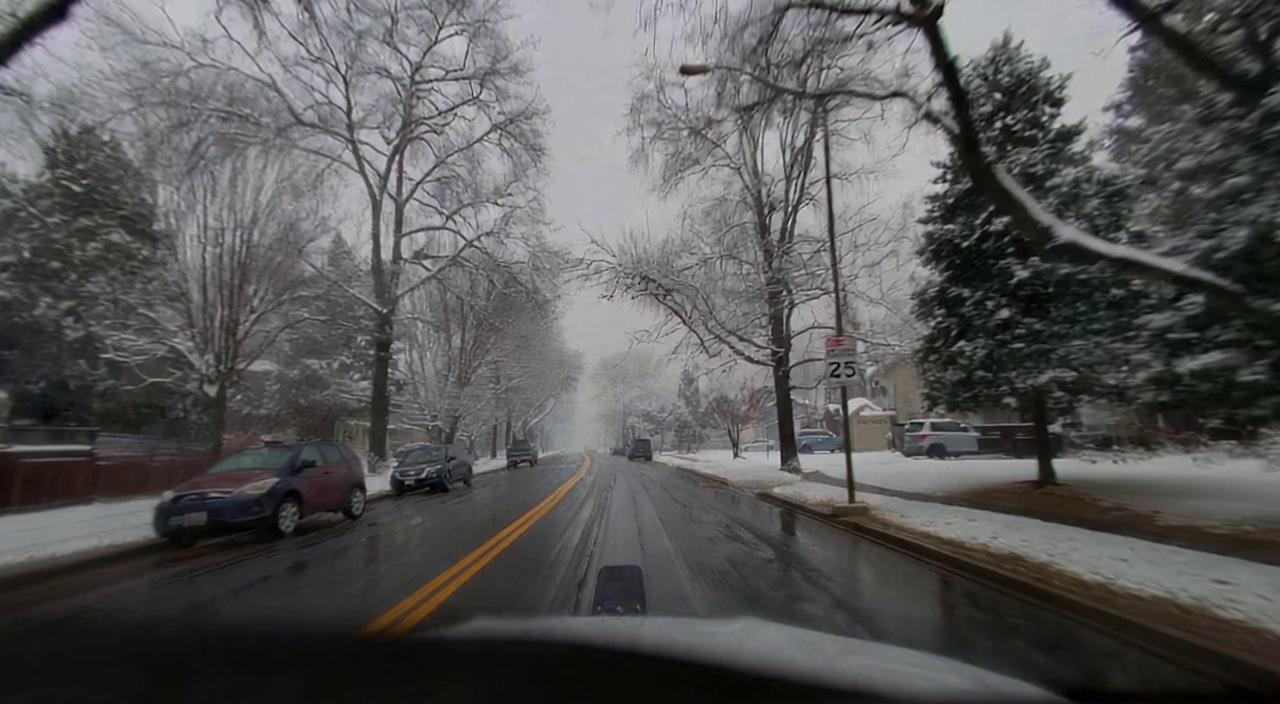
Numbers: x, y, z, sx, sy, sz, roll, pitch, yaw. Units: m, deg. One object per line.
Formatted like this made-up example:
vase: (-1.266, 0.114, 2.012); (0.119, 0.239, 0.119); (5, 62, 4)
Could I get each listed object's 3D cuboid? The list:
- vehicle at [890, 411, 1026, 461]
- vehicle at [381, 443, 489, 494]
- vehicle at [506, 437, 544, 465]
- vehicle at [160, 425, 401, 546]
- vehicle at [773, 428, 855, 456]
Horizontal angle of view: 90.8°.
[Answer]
vehicle: (12.705, 3.394, 25.441); (4.392, 1.944, 1.917); (0, -8, -1)
vehicle: (-6.693, 3.854, 21.357); (2.004, 1.400, 5.505); (-2, -9, -2)
vehicle: (-8.226, 7.133, 45.559); (2.102, 1.801, 5.574); (-1, -9, -5)
vehicle: (-6.556, 2.489, 12.358); (2.051, 1.761, 4.698); (-3, -9, -1)
vehicle: (11.863, 6.154, 43.324); (4.938, 1.830, 2.024); (0, -8, -2)
